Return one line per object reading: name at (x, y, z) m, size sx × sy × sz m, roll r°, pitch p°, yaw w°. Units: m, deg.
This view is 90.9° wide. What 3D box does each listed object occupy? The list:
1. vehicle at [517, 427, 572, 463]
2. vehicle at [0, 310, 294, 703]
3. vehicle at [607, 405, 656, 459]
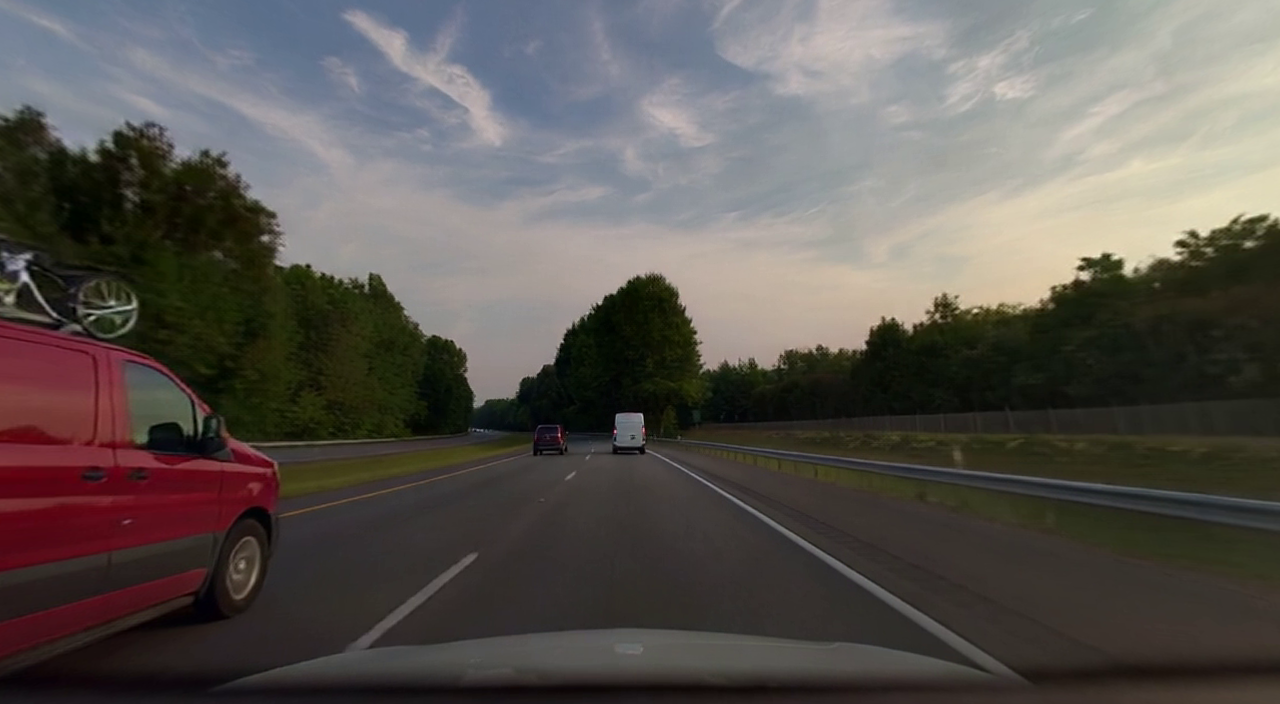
vehicle at (-4.645, 4.574, 31.231) m, size 2.110 × 1.636 × 4.453 m, roll 0°, pitch -8°, yaw -1°
vehicle at (-3.645, 0.682, 2.349) m, size 2.069 × 1.751 × 4.720 m, roll 0°, pitch -8°, yaw -1°
vehicle at (-0.610, 4.712, 37.033) m, size 2.647 × 2.896 × 6.480 m, roll 1°, pitch -8°, yaw -3°
